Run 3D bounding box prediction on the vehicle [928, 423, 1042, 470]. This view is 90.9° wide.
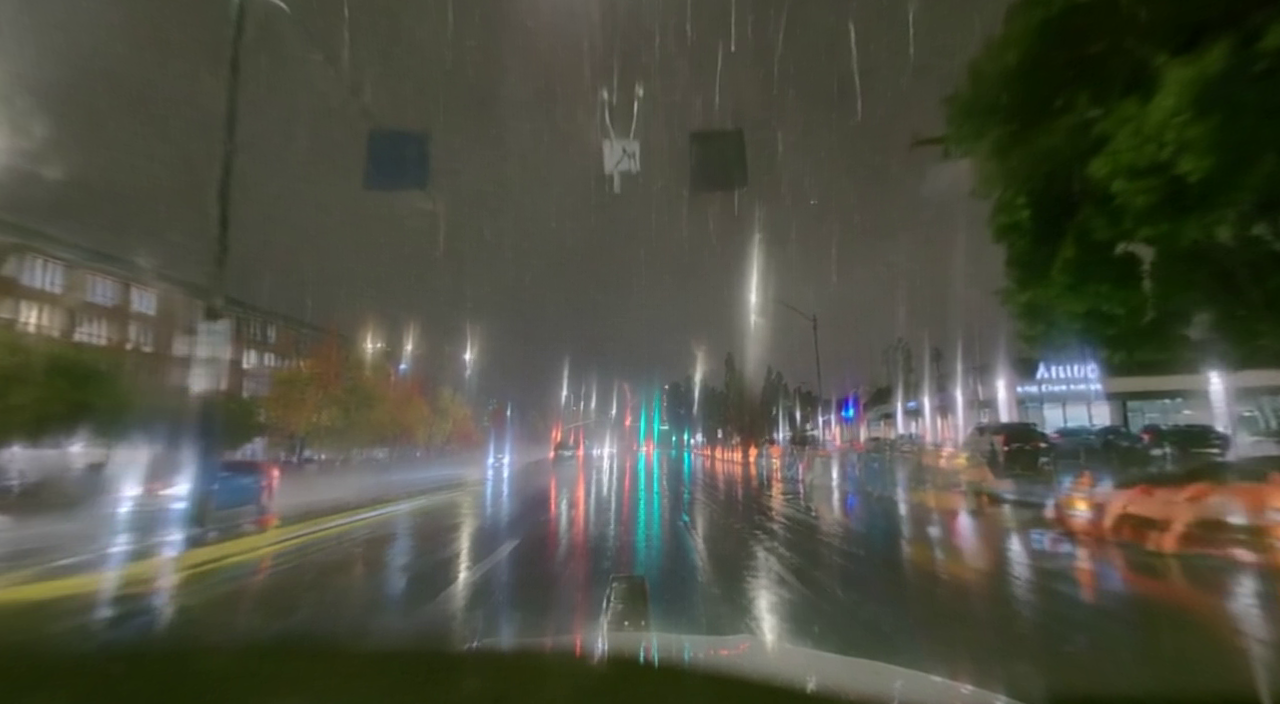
[{"bbox_3d":[13.531,3.753,25.091,1.916,1.683,4.516,0,-8,-1],"label":"vehicle"}]

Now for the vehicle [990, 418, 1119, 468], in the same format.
[{"bbox_3d":[16.076,3.577,24.794,1.984,1.774,4.406,0,-8,-1],"label":"vehicle"}]

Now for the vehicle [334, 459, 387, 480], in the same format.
[{"bbox_3d":[-21.852,9.205,49.516,1.955,1.447,4.911,-1,-8,0],"label":"vehicle"}]

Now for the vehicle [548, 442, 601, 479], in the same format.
[{"bbox_3d":[-2.772,4.712,27.646,1.926,1.442,4.231,0,-8,0],"label":"vehicle"}]

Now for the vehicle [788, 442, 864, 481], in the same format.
[{"bbox_3d":[7.436,4.388,25.664,1.799,1.399,4.317,-1,-8,0],"label":"vehicle"}]

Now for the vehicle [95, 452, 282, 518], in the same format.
[{"bbox_3d":[-12.079,3.548,17.323,1.917,1.495,4.309,0,-8,1],"label":"vehicle"}]

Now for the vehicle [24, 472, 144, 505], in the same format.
[{"bbox_3d":[-30.304,7.395,34.465,4.708,1.457,1.821,8,-12,-43],"label":"vehicle"}]

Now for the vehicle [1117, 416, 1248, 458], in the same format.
[{"bbox_3d":[25.814,4.110,30.271,2.043,1.803,4.774,0,-8,0],"label":"vehicle"}]
